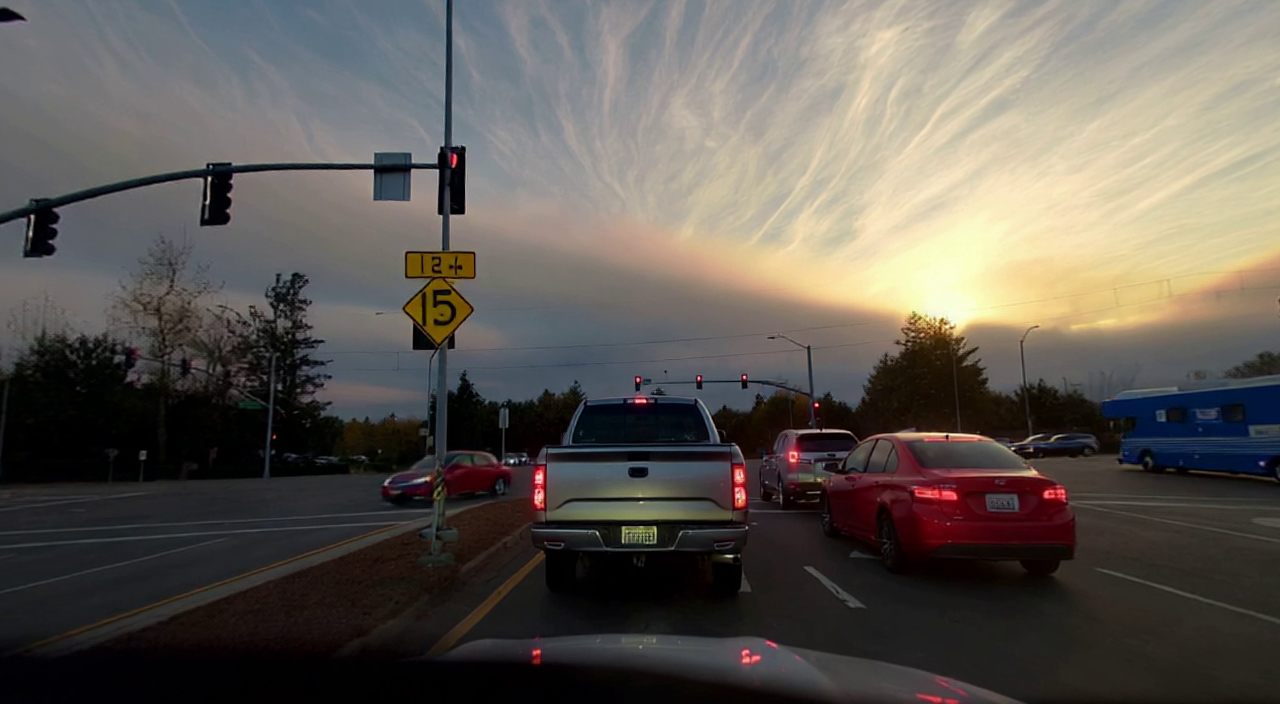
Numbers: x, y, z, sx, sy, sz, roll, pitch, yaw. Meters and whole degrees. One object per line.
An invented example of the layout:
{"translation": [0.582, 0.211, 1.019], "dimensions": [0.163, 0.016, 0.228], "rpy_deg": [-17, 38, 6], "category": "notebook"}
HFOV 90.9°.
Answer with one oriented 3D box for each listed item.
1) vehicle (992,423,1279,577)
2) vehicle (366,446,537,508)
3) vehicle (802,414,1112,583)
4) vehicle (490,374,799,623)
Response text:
{"translation": [6.847, 1.741, 8.259], "dimensions": [1.973, 1.470, 4.228], "rpy_deg": [0, -8, 0], "category": "vehicle"}
{"translation": [-5.513, 3.681, 19.290], "dimensions": [2.410, 1.596, 4.931], "rpy_deg": [-4, -9, 22], "category": "vehicle"}
{"translation": [3.596, 1.718, 8.184], "dimensions": [1.981, 1.616, 4.006], "rpy_deg": [0, -8, 1], "category": "vehicle"}
{"translation": [0.065, 1.471, 7.332], "dimensions": [2.326, 1.880, 4.964], "rpy_deg": [0, -8, 1], "category": "vehicle"}
